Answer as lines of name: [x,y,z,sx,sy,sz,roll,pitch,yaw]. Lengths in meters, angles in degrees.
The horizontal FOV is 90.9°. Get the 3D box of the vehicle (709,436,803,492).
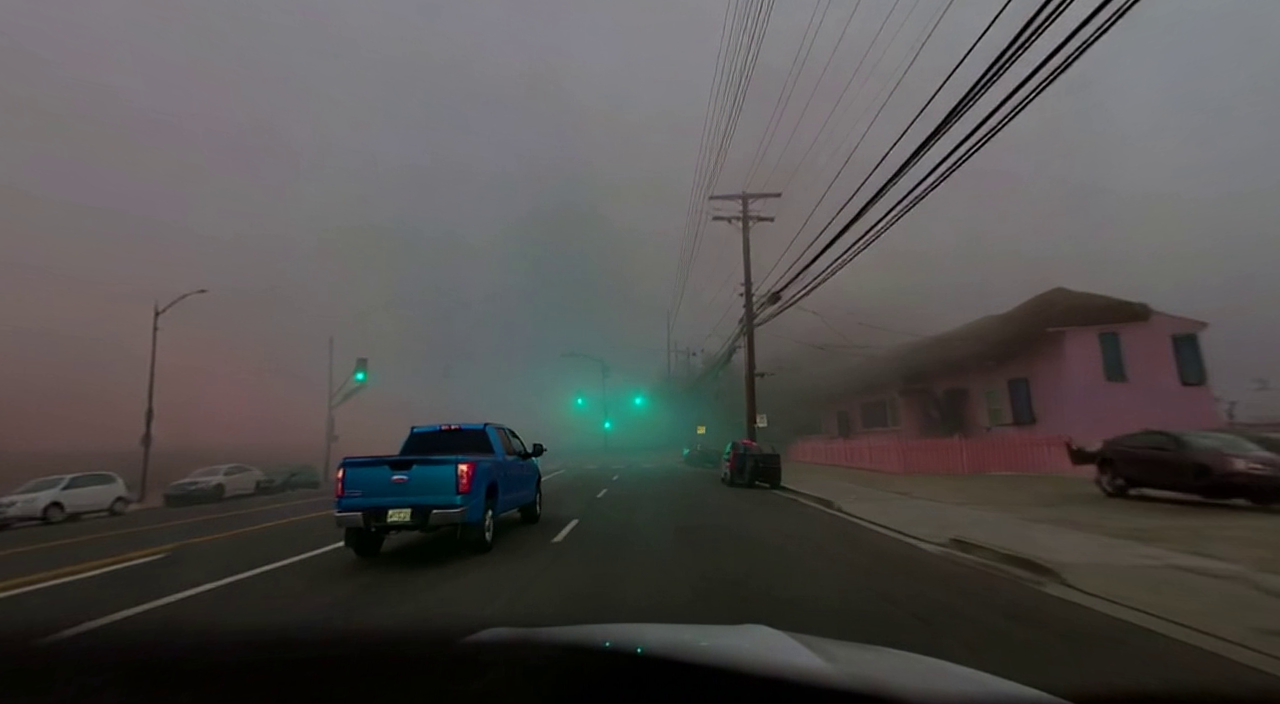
vehicle: [3.446,3.420,19.581,2.012,1.491,4.333,0,-9,-1]

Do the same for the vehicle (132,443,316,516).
vehicle: [-12.115,3.695,18.909,2.089,1.849,4.940,-1,-9,1]

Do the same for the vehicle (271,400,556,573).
vehicle: [-2.862,1.880,9.661,2.242,1.890,5.306,-1,-9,2]

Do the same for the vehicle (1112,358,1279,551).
vehicle: [9.002,1.058,6.863,5.715,1.822,2.324,-1,-7,3]

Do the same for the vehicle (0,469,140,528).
vehicle: [-18.945,4.671,20.495,1.820,1.511,4.294,0,-8,0]
